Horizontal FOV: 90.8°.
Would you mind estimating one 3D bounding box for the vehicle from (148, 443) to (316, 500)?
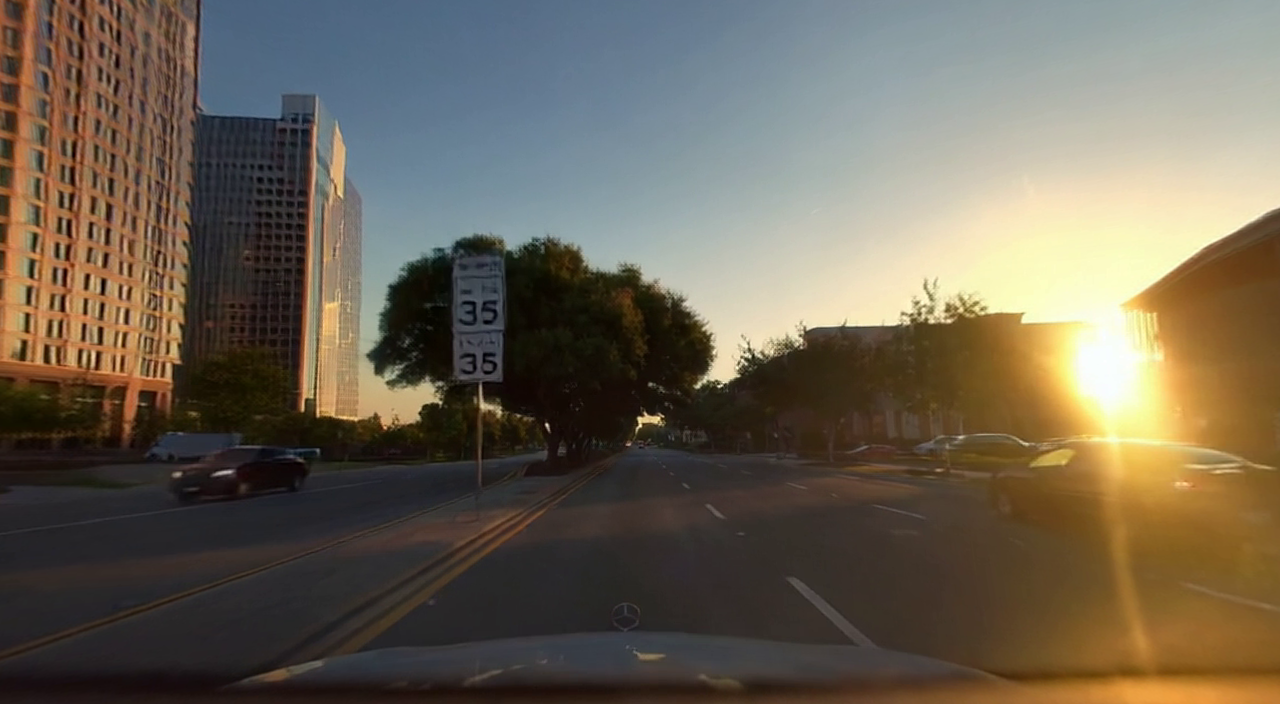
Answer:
[{"bbox_3d":[-12.695,3.707,20.134,2.163,1.576,4.704,0,-9,0],"label":"vehicle"}]

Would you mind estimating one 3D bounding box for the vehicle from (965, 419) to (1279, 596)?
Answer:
[{"bbox_3d":[6.562,1.729,8.026,2.088,1.524,5.085,0,-9,-1],"label":"vehicle"}]
